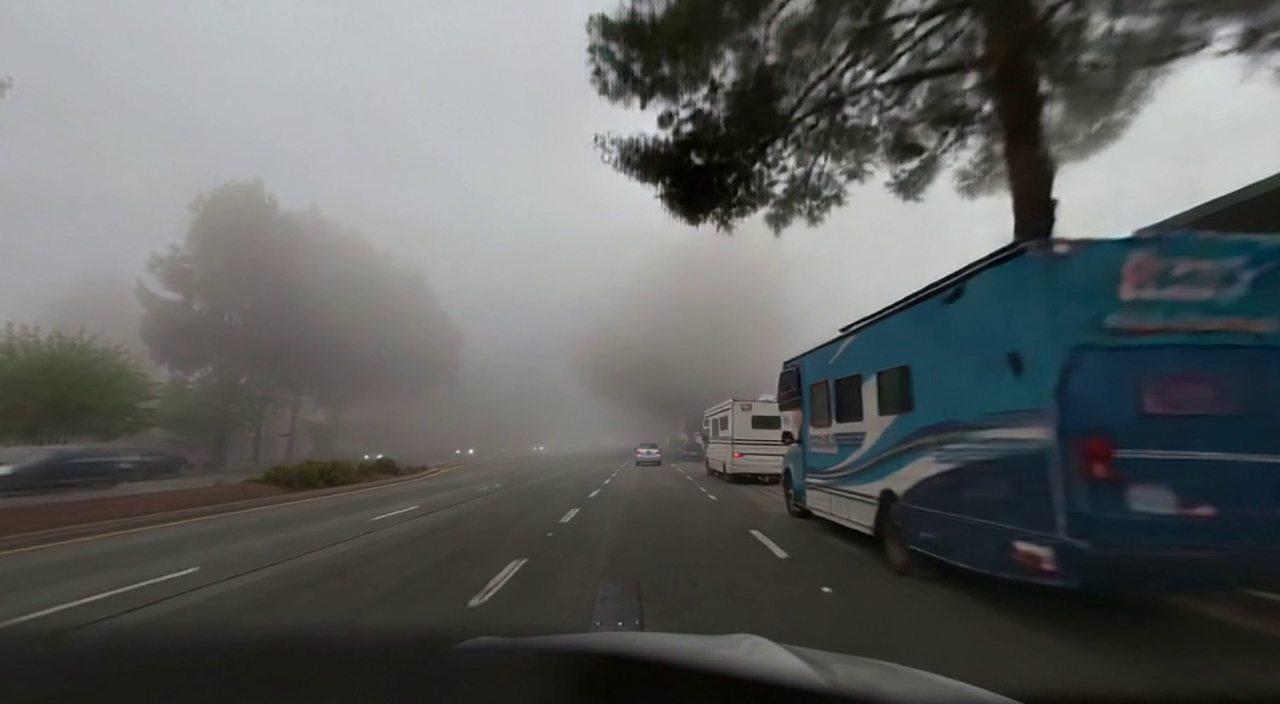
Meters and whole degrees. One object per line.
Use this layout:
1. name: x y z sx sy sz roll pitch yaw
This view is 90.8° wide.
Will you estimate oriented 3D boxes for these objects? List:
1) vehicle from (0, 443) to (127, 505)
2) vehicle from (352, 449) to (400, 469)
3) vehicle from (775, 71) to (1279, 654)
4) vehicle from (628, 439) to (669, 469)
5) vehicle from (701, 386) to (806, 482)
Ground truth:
1. vehicle: -17.484 3.393 17.901 2.067 1.578 4.457 0 -9 1
2. vehicle: -20.350 8.222 48.820 1.796 1.445 4.236 0 -9 1
3. vehicle: 4.112 0.566 8.377 2.896 3.921 8.415 0 -9 1
4. vehicle: 0.448 5.613 35.007 2.103 1.506 4.742 0 -9 0
5. vehicle: 4.283 3.451 25.784 2.924 3.250 7.780 -1 -9 1
